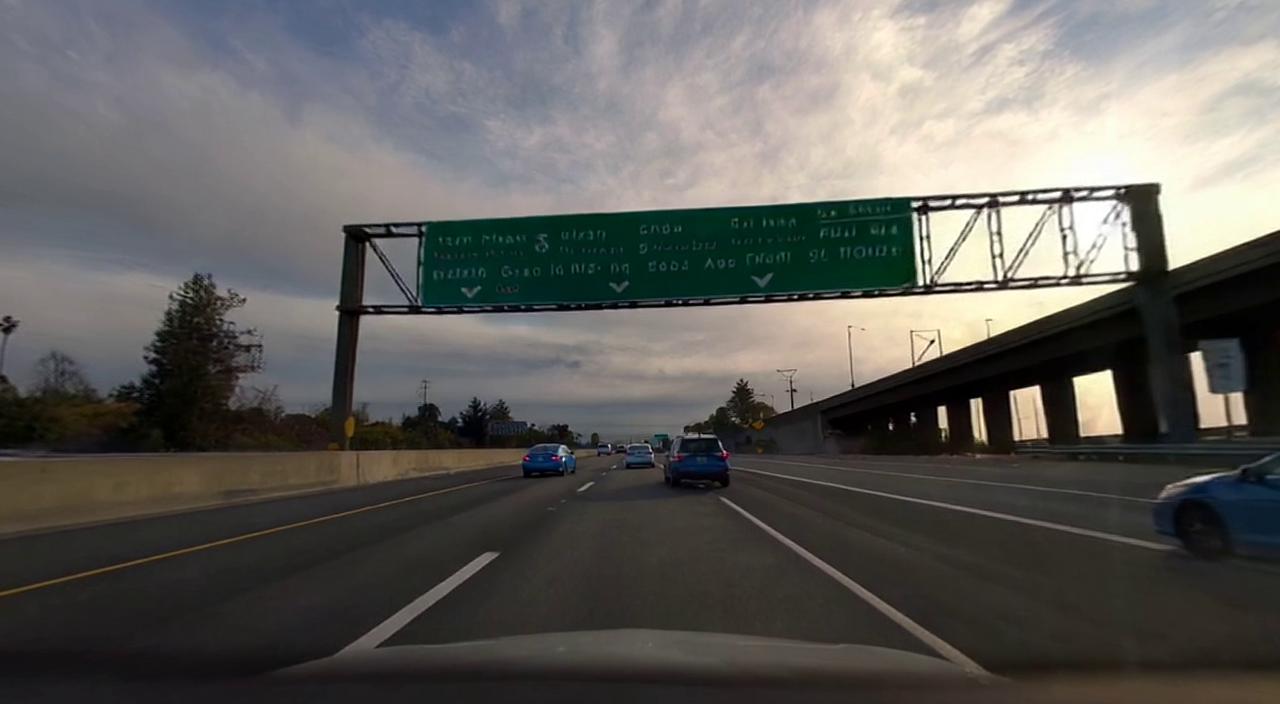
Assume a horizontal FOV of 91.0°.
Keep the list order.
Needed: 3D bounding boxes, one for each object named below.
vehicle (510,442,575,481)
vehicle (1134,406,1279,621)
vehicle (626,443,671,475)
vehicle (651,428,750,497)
[{"bbox_3d":[-4.024,4.593,26.684,2.031,1.491,4.145,0,-9,1],"label":"vehicle"},{"bbox_3d":[6.030,1.136,4.065,2.055,1.656,4.370,0,-9,-1],"label":"vehicle"},{"bbox_3d":[0.385,5.278,31.300,2.089,1.493,3.964,0,-9,0],"label":"vehicle"},{"bbox_3d":[1.587,3.131,18.163,2.202,1.748,4.158,1,-9,-4],"label":"vehicle"}]
